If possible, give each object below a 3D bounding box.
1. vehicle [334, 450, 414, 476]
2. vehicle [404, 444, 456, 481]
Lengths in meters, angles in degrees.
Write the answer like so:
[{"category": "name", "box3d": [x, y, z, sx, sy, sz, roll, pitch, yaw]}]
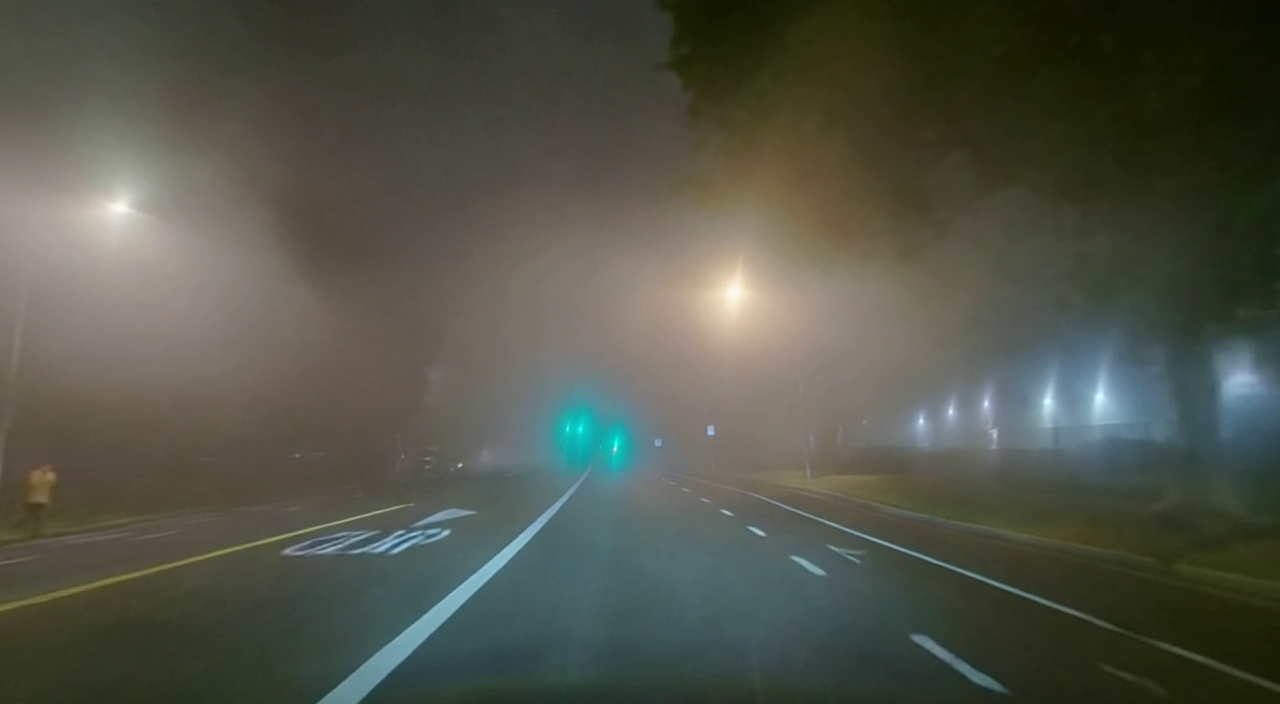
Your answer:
[{"category": "vehicle", "box3d": [-20.792, 8.663, 49.503, 5.168, 1.886, 2.283, 0, -8, 0]}, {"category": "vehicle", "box3d": [-14.413, 7.577, 43.659, 2.314, 2.144, 5.403, -3, -7, -7]}]
